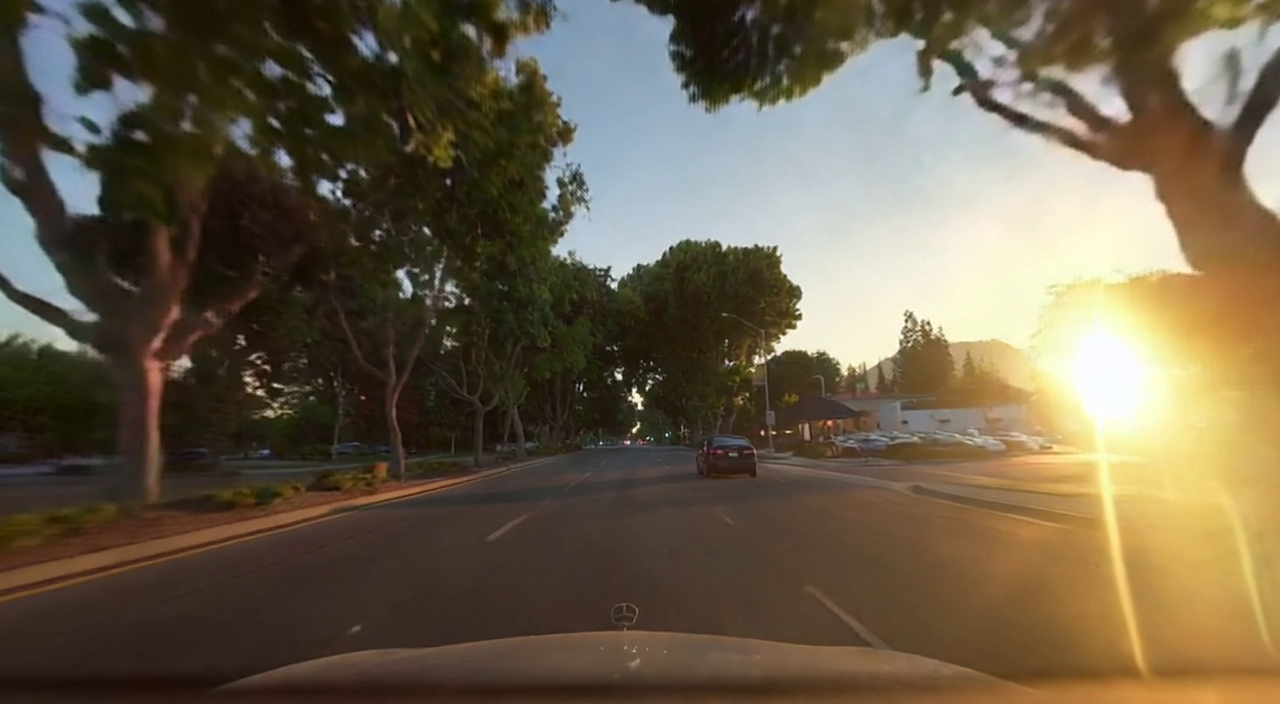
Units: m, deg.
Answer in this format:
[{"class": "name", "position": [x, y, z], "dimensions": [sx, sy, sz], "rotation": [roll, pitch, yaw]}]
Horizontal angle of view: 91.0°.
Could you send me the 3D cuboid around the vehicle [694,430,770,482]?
[{"class": "vehicle", "position": [3.306, 3.805, 23.422], "dimensions": [2.083, 1.743, 4.354], "rotation": [0, -8, -1]}]
